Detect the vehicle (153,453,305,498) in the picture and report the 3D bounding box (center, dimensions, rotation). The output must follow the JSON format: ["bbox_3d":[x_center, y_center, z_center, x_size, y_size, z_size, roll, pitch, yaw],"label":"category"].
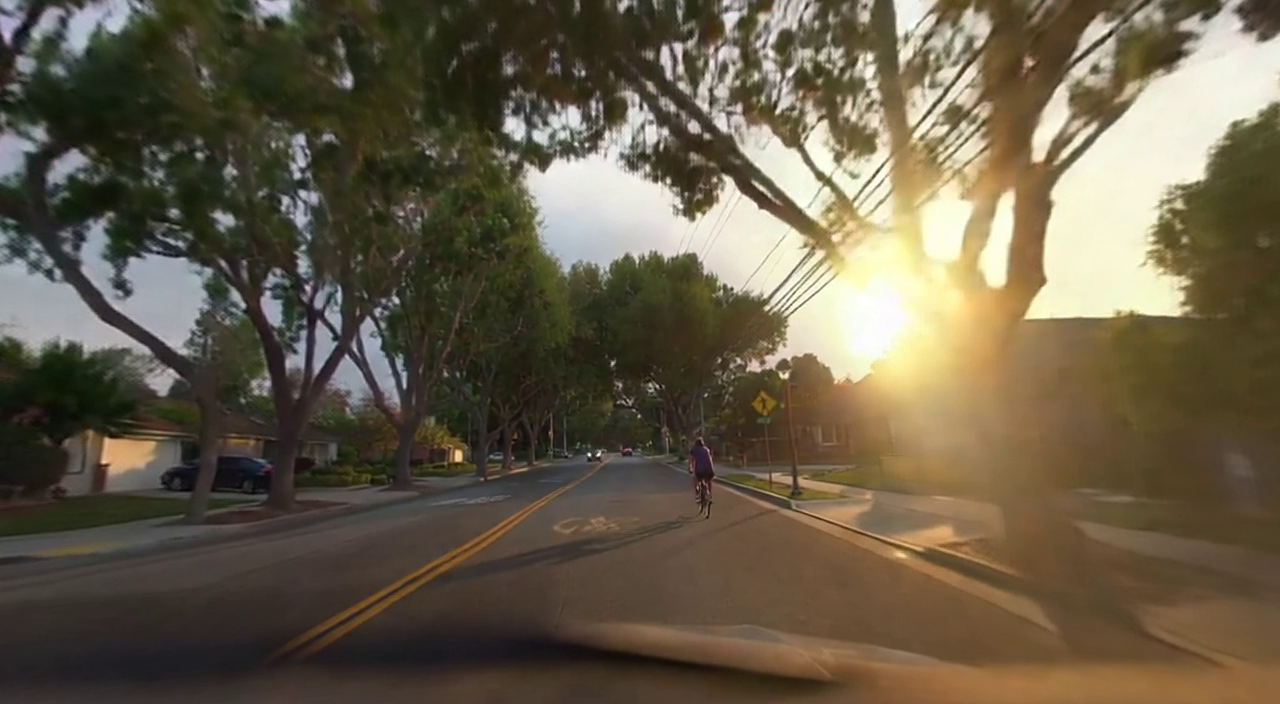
[{"bbox_3d":[-14.611,4.392,22.652,4.143,1.480,1.755,0,-9,-2],"label":"vehicle"}]
